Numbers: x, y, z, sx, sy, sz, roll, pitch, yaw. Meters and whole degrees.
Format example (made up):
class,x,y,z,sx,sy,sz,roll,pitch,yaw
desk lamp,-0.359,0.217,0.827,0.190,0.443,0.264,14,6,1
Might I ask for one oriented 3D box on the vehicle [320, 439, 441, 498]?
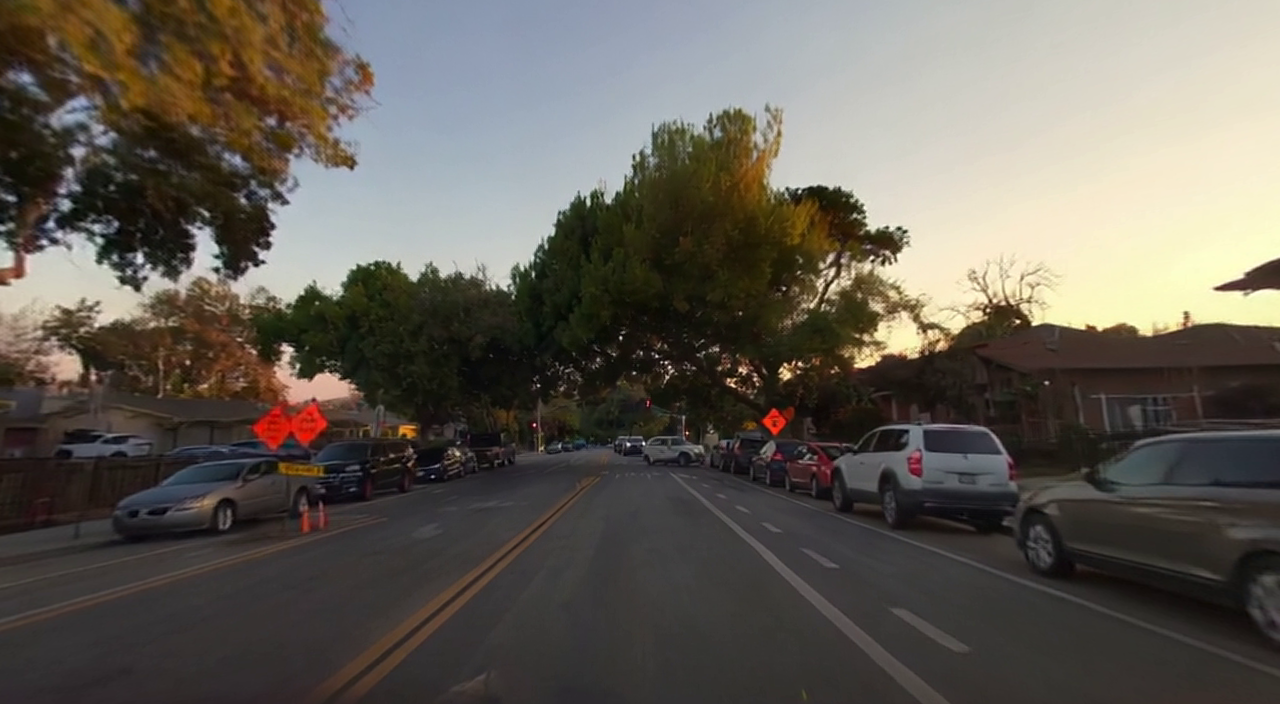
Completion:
class,x,y,z,sx,sy,sz,roll,pitch,yaw
vehicle,-8.096,3.644,20.166,2.036,1.676,4.440,0,-8,-1

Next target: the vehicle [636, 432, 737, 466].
class,x,y,z,sx,sy,sz,roll,pitch,yaw
vehicle,2.687,5.667,37.073,5.503,1.853,2.218,-5,-10,31

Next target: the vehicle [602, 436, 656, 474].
class,x,y,z,sx,sy,sz,roll,pitch,yaw
vehicle,-0.388,4.363,26.935,2.151,1.481,4.084,0,-8,1

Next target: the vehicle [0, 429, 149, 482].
class,x,y,z,sx,sy,sz,roll,pitch,yaw
vehicle,-23.152,4.191,25.668,4.491,2.031,2.045,0,-8,1

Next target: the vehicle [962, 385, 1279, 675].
class,x,y,z,sx,sy,sz,roll,pitch,yaw
vehicle,4.940,1.246,4.990,2.225,1.715,4.755,0,-8,0

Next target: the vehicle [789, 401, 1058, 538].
class,x,y,z,sx,sy,sz,roll,pitch,yaw
vehicle,4.767,2.119,12.032,2.279,1.946,5.925,0,-8,-1

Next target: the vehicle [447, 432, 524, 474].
class,x,y,z,sx,sy,sz,roll,pitch,yaw
vehicle,-8.299,5.504,34.578,2.659,2.047,6.014,0,-8,0

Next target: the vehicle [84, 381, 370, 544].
class,x,y,z,sx,sy,sz,roll,pitch,yaw
vehicle,-7.647,2.089,12.411,2.526,2.631,4.228,0,-8,2
